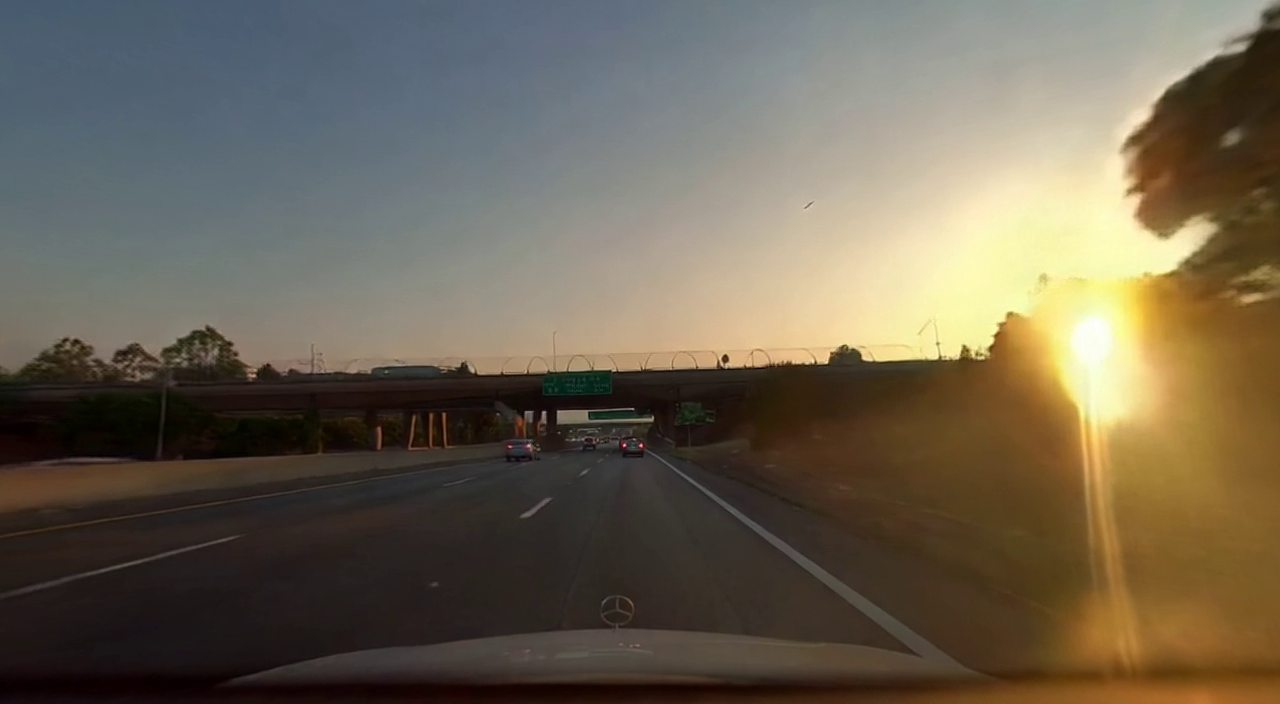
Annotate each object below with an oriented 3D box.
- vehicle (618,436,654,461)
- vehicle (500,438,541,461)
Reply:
[{"bbox_3d":[-0.283,5.844,38.353,2.072,1.440,3.690,0,-8,-1],"label":"vehicle"},{"bbox_3d":[-8.141,6.675,43.306,1.939,1.504,4.727,0,-8,-1],"label":"vehicle"}]
